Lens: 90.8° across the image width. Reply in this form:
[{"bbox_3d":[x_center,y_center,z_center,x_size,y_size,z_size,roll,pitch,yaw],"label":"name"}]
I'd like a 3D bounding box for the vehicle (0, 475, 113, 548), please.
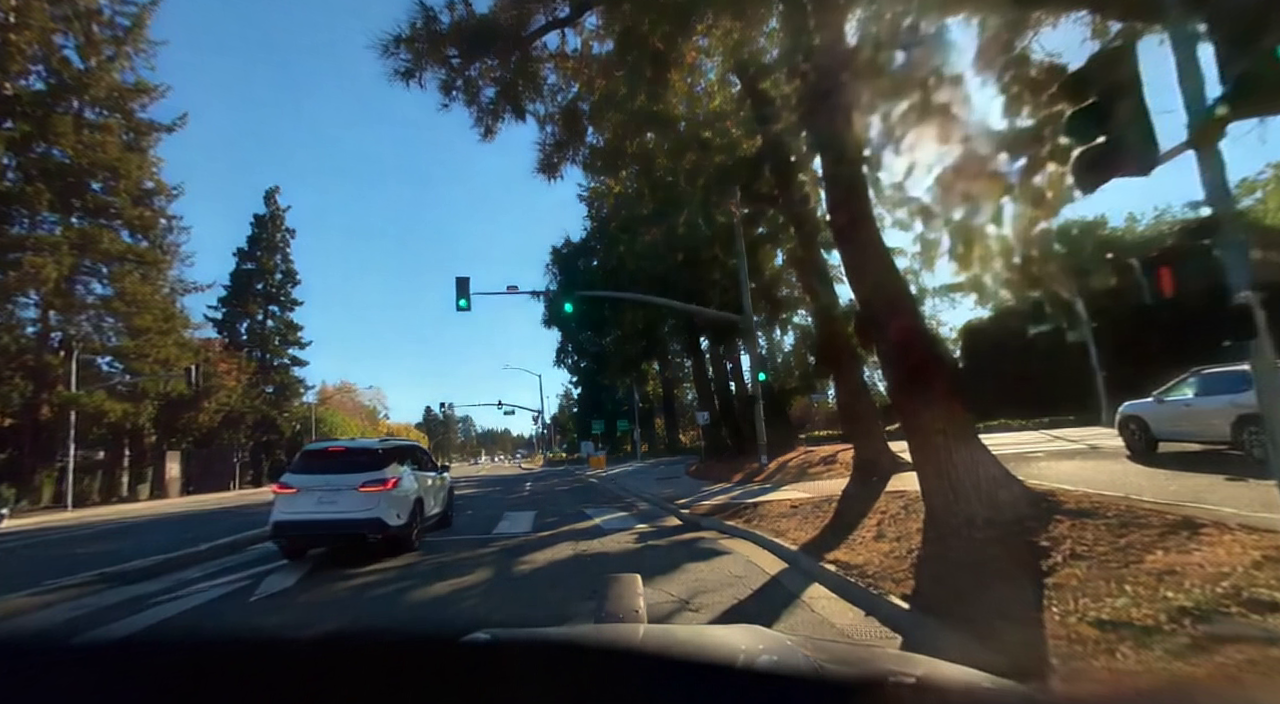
[{"bbox_3d":[-16.268,4.165,16.414,1.986,1.492,4.332,-4,-8,-10],"label":"vehicle"}]

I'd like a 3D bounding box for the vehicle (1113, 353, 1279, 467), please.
[{"bbox_3d":[10.612,1.021,10.786,1.855,1.669,4.529,-4,-9,6],"label":"vehicle"}]

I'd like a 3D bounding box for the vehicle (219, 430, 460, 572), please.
[{"bbox_3d":[-4.357,2.178,10.153,2.134,1.707,4.471,1,-9,-7],"label":"vehicle"}]
